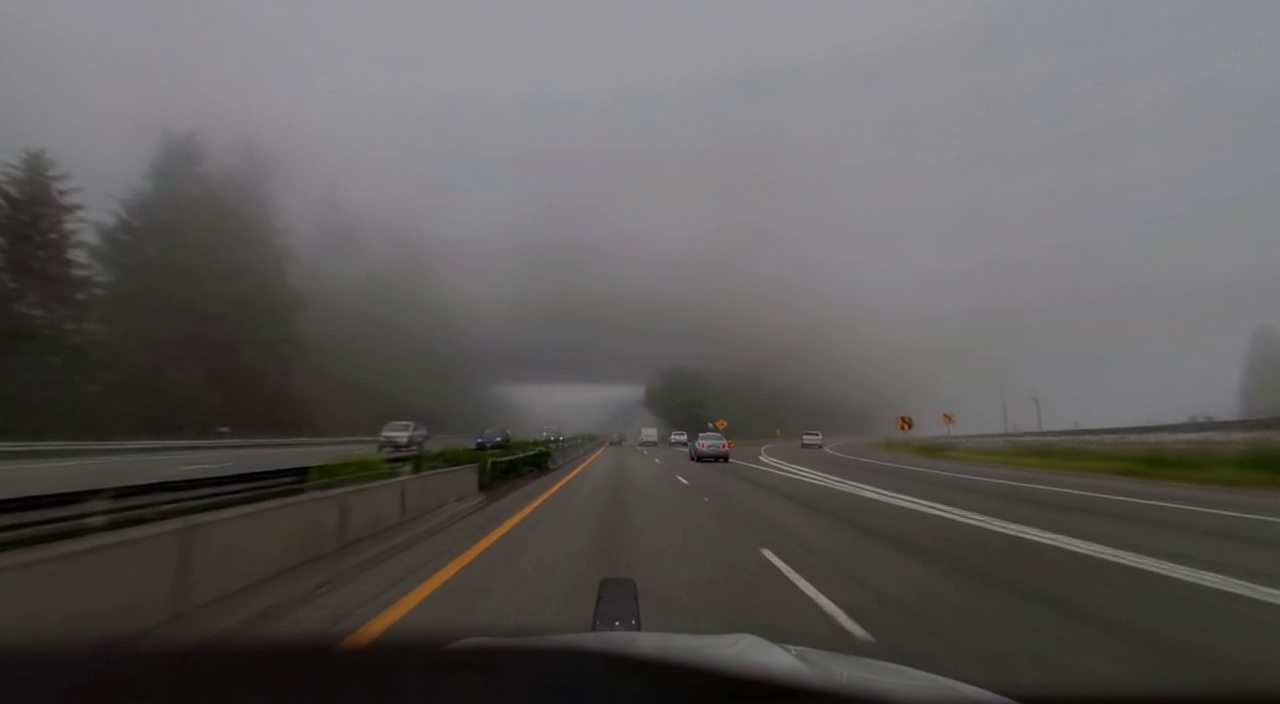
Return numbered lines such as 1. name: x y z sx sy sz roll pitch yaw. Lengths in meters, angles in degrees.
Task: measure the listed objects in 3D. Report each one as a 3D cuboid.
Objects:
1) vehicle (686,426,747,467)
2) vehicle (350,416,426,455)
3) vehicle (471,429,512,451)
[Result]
1. vehicle: 3.149 3.958 26.641 1.938 1.578 3.764 0 -7 -3
2. vehicle: -13.702 4.605 34.667 2.146 1.969 5.211 0 -7 -1
3. vehicle: -10.132 6.002 43.242 1.972 1.443 4.342 0 -7 -3
